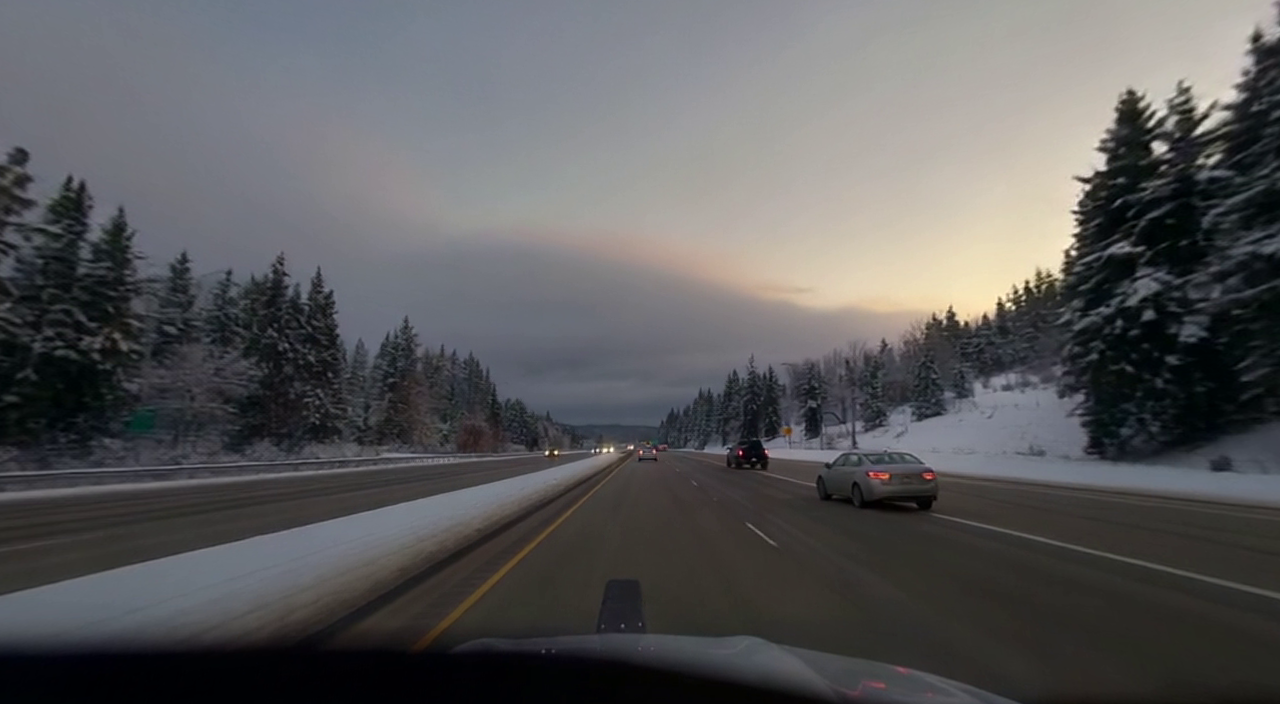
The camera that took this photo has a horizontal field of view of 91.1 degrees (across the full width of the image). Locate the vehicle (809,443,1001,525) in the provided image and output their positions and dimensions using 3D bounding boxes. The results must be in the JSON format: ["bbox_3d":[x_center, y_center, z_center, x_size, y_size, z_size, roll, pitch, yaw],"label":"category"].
[{"bbox_3d":[5.404,2.717,13.683,1.904,1.453,4.789,0,-8,-3],"label":"vehicle"}]

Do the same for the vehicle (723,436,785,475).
[{"bbox_3d":[6.119,5.619,34.412,2.206,1.902,5.460,0,-8,-2],"label":"vehicle"}]

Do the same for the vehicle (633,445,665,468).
[{"bbox_3d":[0.596,7.181,43.491,2.052,1.472,4.295,0,-8,0],"label":"vehicle"}]
